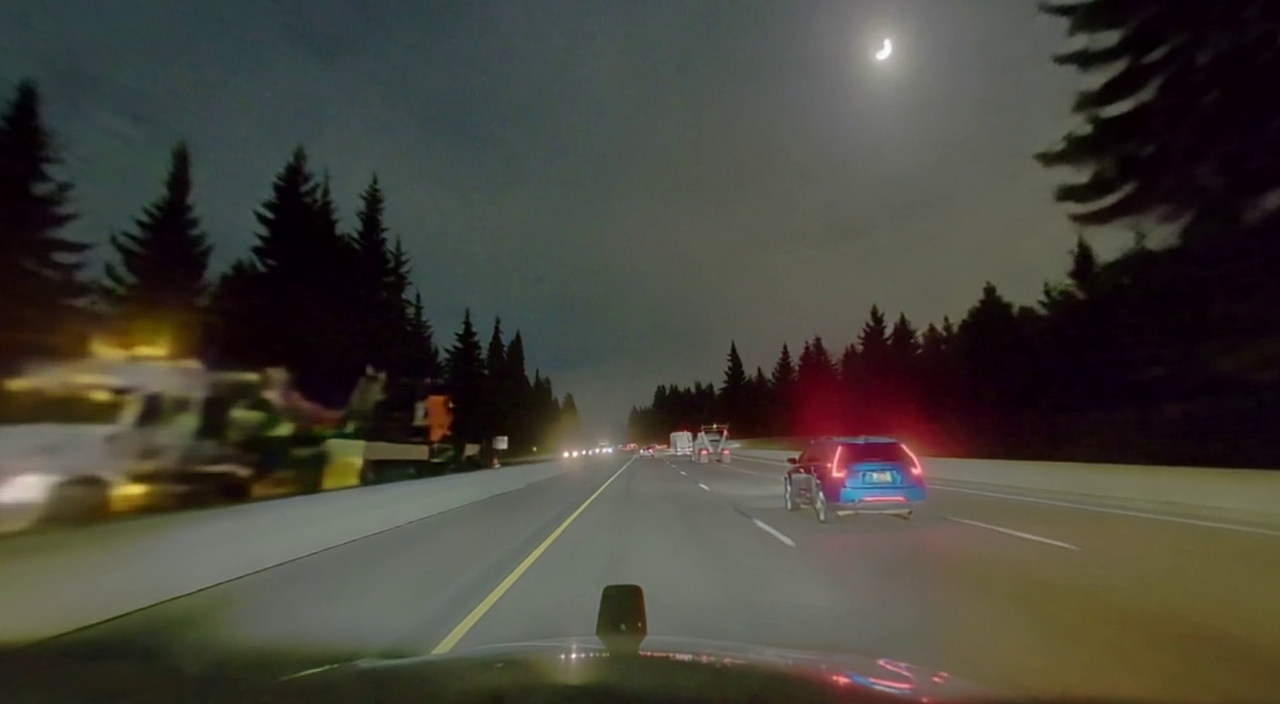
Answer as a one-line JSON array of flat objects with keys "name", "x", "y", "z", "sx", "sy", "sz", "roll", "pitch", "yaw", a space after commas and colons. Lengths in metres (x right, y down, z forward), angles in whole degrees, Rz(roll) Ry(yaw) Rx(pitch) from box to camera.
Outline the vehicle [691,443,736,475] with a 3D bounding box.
[{"name": "vehicle", "x": 4.146, "y": 6.106, "z": 36.080, "sx": 2.022, "sy": 1.658, "sz": 4.132, "roll": 0, "pitch": -9, "yaw": -1}]

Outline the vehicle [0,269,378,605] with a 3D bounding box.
[{"name": "vehicle", "x": -7.851, "y": 1.481, "z": 10.746, "sx": 3.011, "sy": 3.465, "sz": 8.510, "roll": 0, "pitch": -9, "yaw": 0}]

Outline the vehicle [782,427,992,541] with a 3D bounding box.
[{"name": "vehicle", "x": 3.989, "y": 2.203, "z": 11.074, "sx": 2.005, "sy": 1.604, "sz": 4.002, "roll": 0, "pitch": -9, "yaw": -1}]
